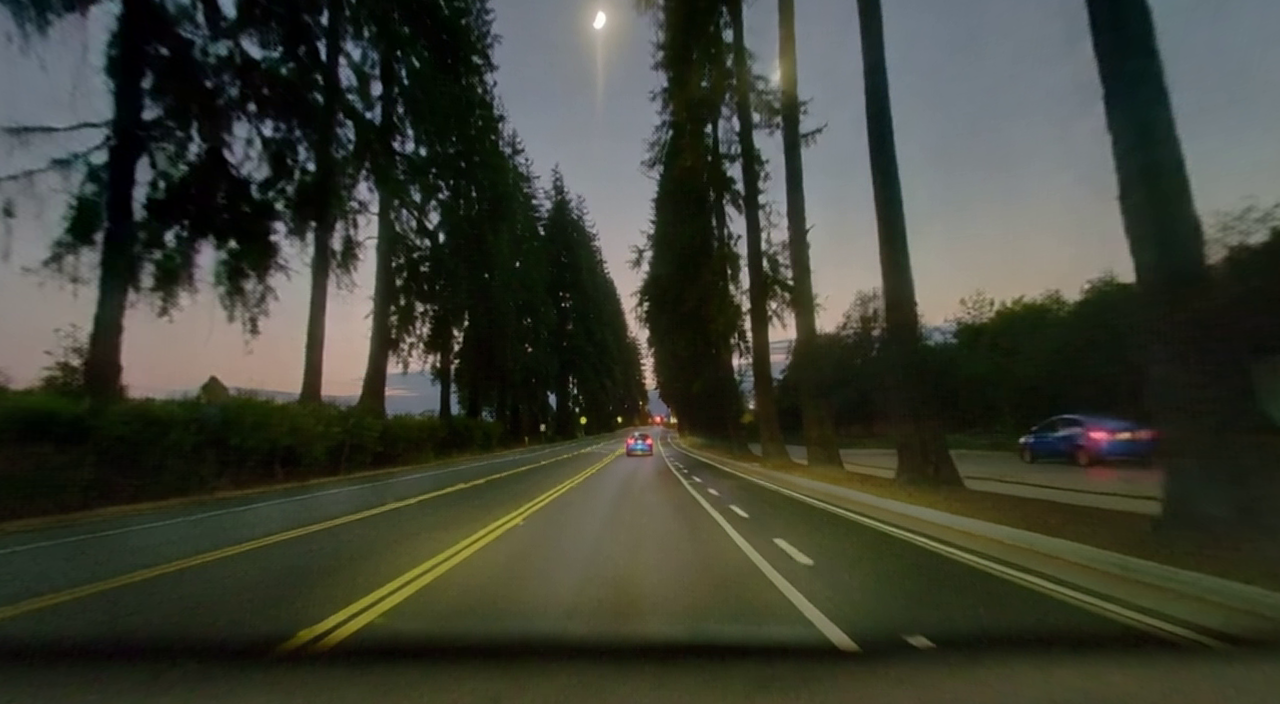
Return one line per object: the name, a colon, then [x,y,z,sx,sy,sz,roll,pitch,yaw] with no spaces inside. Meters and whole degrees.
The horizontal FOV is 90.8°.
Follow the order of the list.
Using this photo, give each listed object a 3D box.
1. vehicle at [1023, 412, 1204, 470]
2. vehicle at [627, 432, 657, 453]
vehicle: [13.517,2.596,18.473,1.762,1.479,4.546,0,-8,0]
vehicle: [0.182,6.680,46.593,2.067,1.486,3.861,0,-9,2]
